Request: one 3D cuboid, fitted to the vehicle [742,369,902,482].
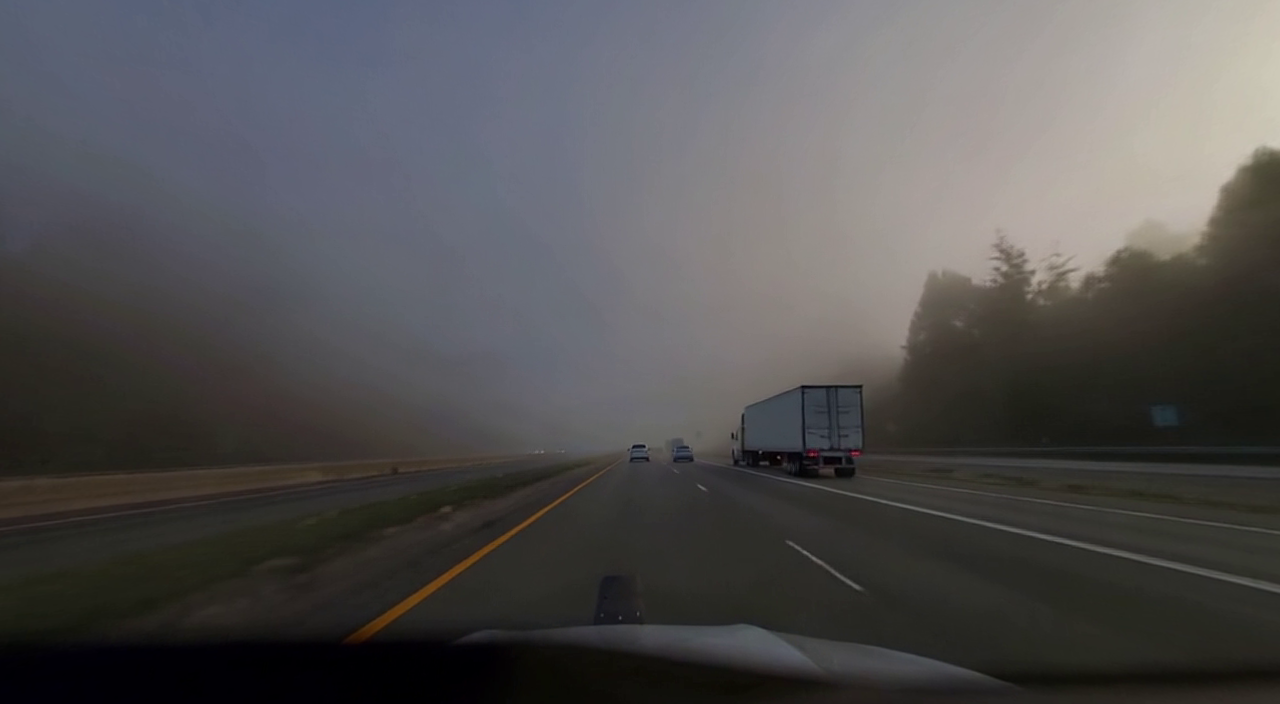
[{"bbox_3d":[7.716,3.697,29.766,3.044,4.073,14.016,0,-9,-1],"label":"vehicle"}]

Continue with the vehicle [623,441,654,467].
[{"bbox_3d":[-0.095,7.414,45.793,2.114,1.706,4.106,0,-9,0],"label":"vehicle"}]

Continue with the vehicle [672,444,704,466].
[{"bbox_3d":[3.597,7.795,47.744,2.025,1.534,4.179,0,-9,-1],"label":"vehicle"}]
